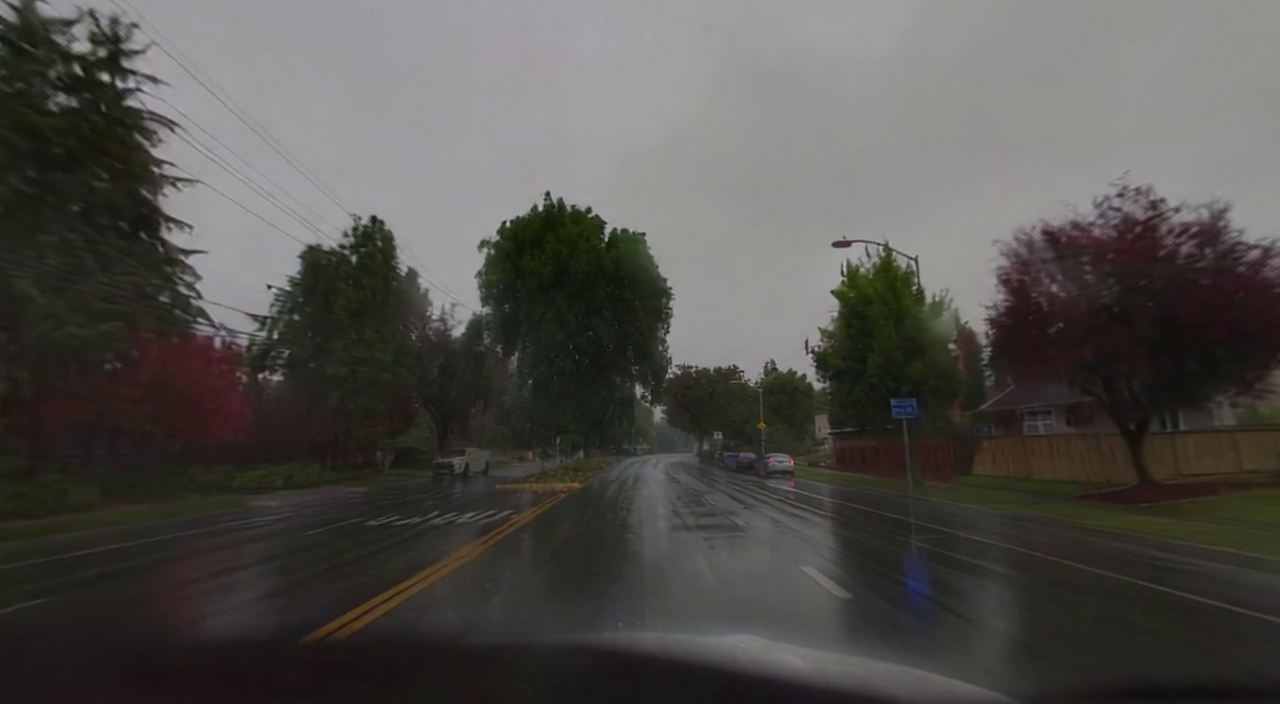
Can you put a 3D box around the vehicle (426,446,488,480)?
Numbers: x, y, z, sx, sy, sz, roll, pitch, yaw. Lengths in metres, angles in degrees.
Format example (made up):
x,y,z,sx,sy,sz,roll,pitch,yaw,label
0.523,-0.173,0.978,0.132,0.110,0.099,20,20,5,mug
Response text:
x,y,z,sx,sy,sz,roll,pitch,yaw,label
-10.709,6.536,37.414,2.095,1.815,4.726,-1,-8,3,vehicle

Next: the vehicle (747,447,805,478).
x,y,z,sx,sy,sz,roll,pitch,yaw,label
6.833,5.587,32.231,1.946,1.404,4.609,0,-8,0,vehicle

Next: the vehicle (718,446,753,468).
x,y,z,sx,sy,sz,roll,pitch,yaw,label
7.006,7.718,46.630,1.928,1.476,4.383,0,-8,1,vehicle
